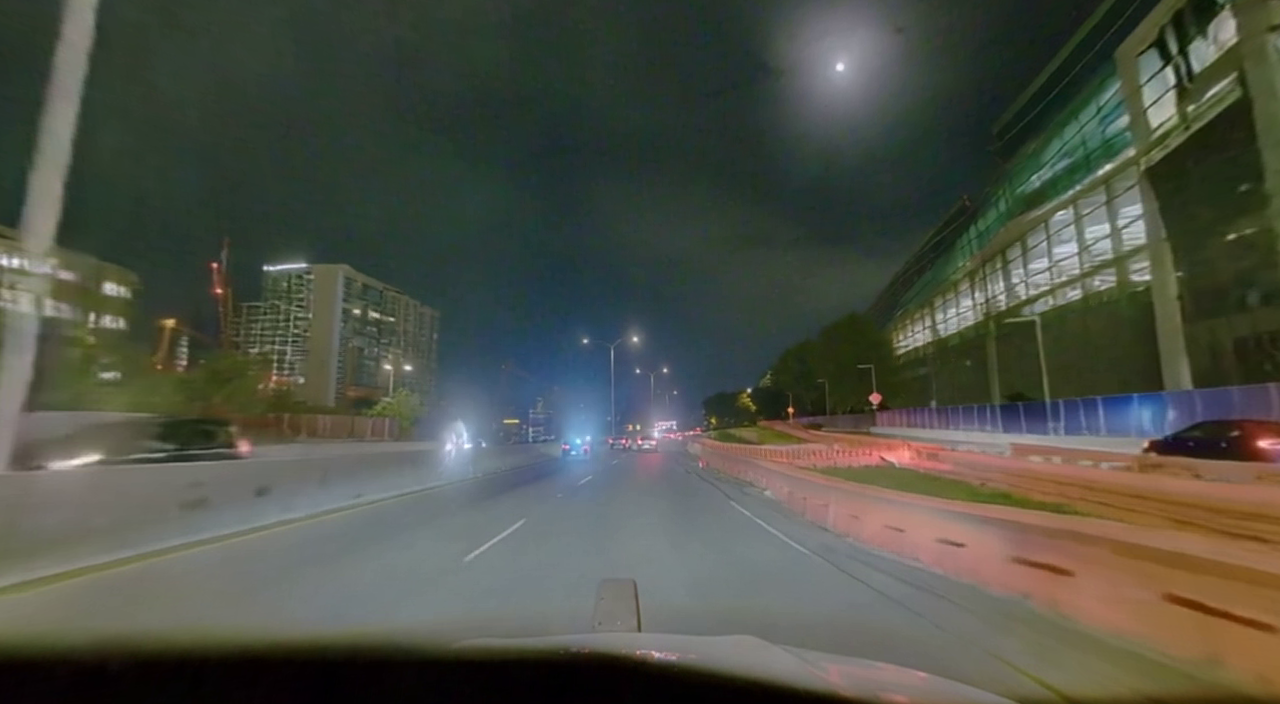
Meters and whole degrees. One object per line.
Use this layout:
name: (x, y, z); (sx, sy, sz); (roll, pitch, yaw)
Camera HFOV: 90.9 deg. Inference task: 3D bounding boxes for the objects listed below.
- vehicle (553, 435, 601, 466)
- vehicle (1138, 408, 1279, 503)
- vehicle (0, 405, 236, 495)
vehicle: (-3.098, 4.936, 31.731); (1.848, 1.406, 4.013); (0, -8, 2)
vehicle: (11.212, 1.824, 11.206); (1.913, 1.499, 3.581); (0, -8, 5)
vehicle: (-13.426, 2.553, 16.696); (2.013, 1.983, 4.980); (0, -8, 1)
